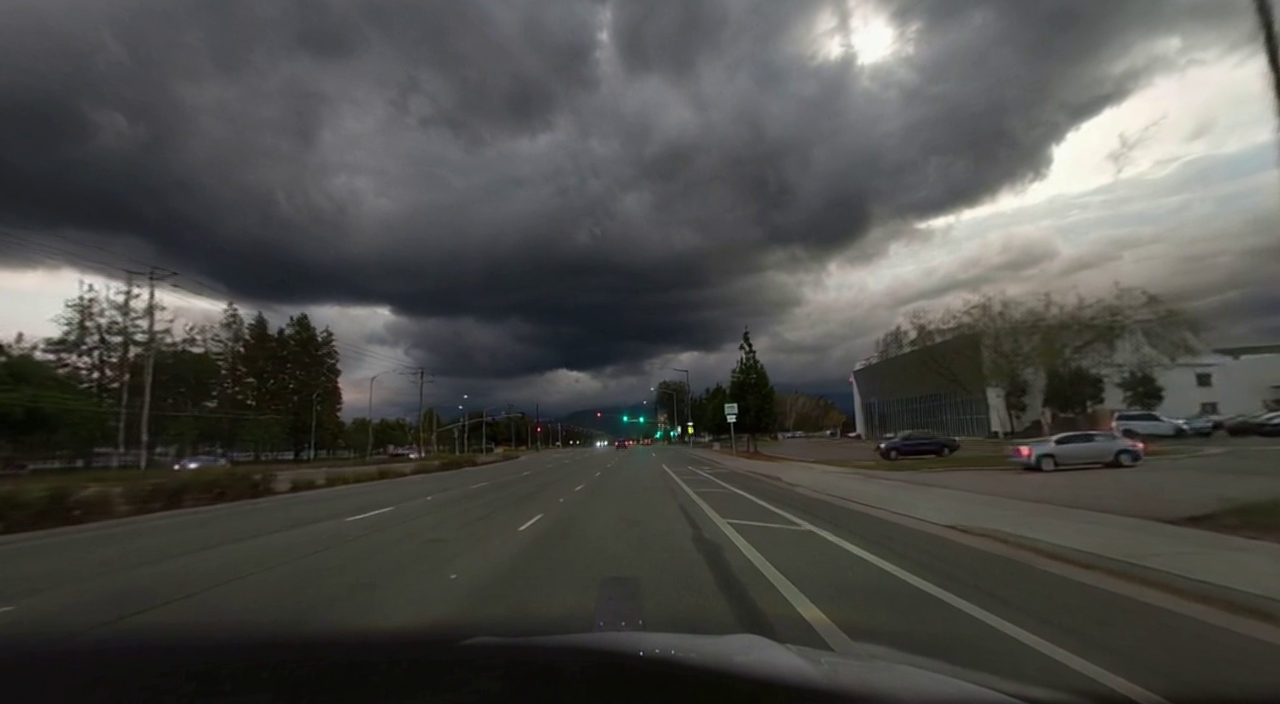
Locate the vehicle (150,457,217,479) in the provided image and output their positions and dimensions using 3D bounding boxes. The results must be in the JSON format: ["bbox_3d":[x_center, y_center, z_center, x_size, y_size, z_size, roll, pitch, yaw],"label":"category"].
[{"bbox_3d":[-35.716,9.058,49.496,1.917,1.479,4.462,0,-8,0],"label":"vehicle"}]

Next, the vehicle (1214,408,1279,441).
[{"bbox_3d":[33.529,3.974,34.222,4.287,1.622,2.088,4,-10,-28],"label":"vehicle"}]

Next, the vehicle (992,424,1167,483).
[{"bbox_3d":[14.642,3.375,21.225,4.388,1.446,1.808,-6,-7,2],"label":"vehicle"}]

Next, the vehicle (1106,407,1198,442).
[{"bbox_3d":[30.896,4.421,38.019,5.675,1.978,2.229,4,-10,-30],"label":"vehicle"}]

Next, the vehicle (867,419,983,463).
[{"bbox_3d":[14.134,4.446,31.499,4.702,1.853,2.069,-4,-8,2],"label":"vehicle"}]
